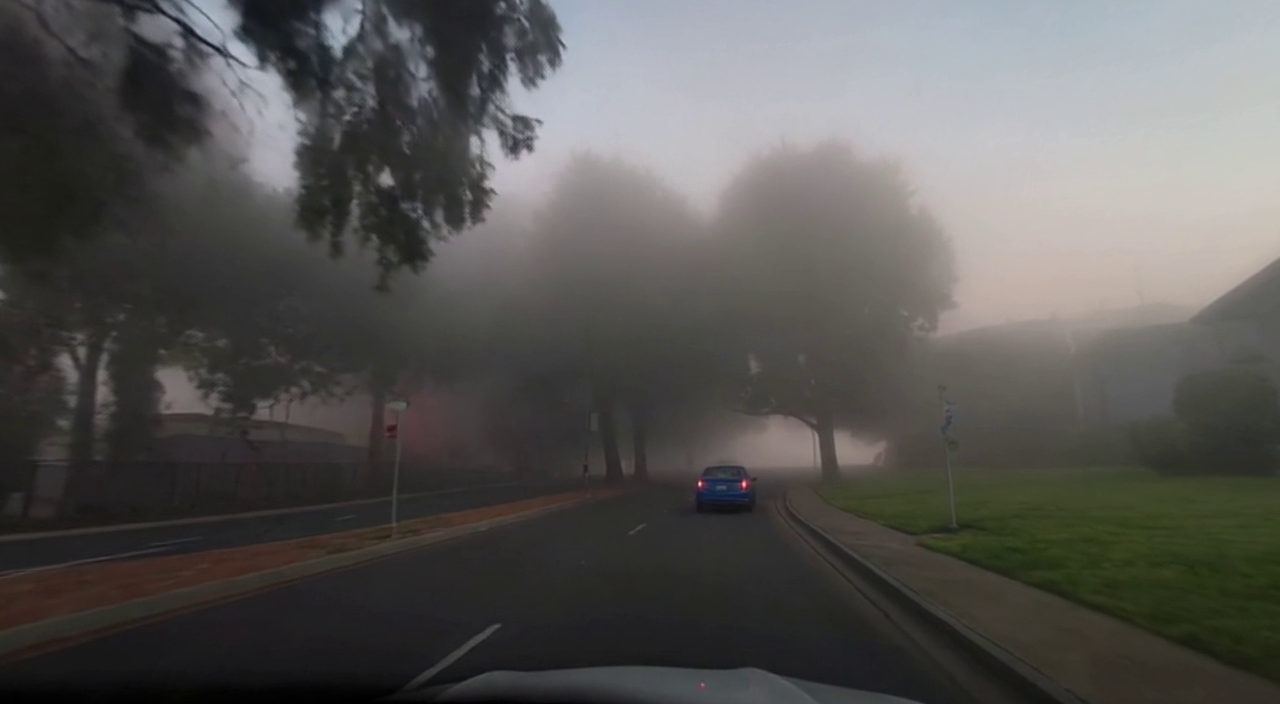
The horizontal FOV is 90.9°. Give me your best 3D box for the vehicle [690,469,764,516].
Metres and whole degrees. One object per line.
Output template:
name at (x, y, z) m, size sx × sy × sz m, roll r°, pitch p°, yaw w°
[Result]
vehicle at (2.874, 4.332, 19.783) m, size 1.972 × 1.250 × 5.282 m, roll -2°, pitch -11°, yaw 11°
